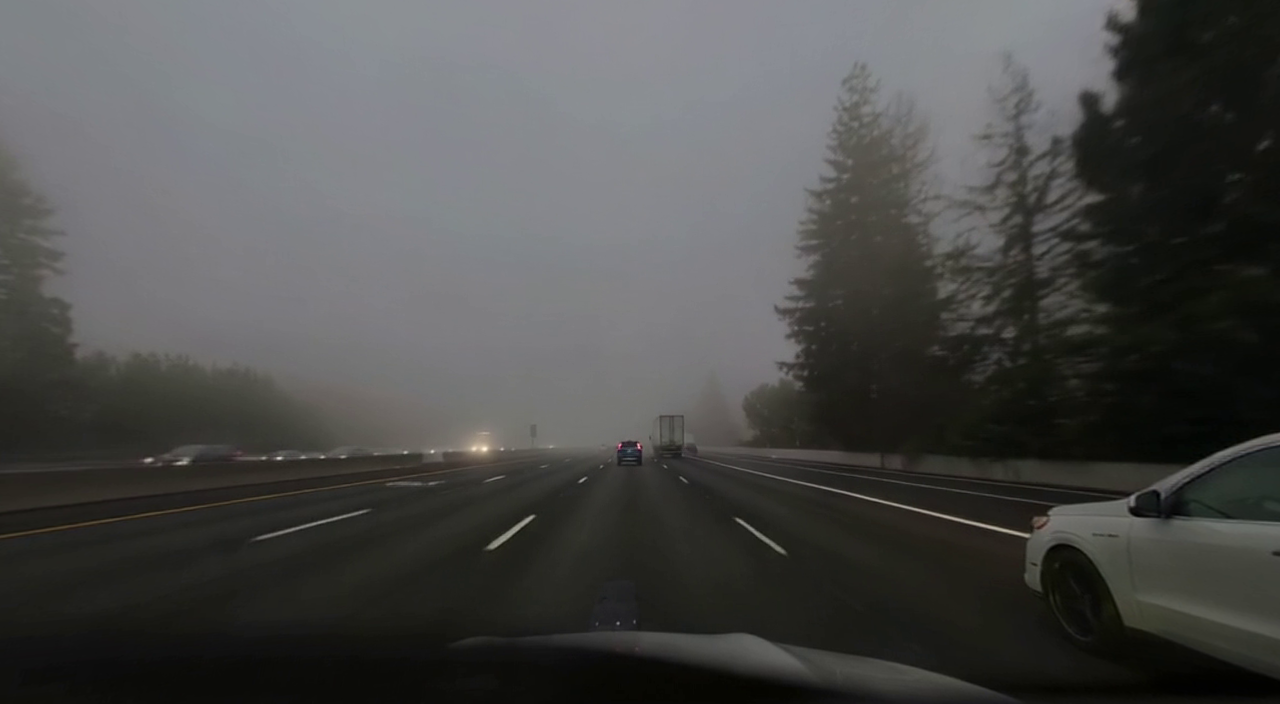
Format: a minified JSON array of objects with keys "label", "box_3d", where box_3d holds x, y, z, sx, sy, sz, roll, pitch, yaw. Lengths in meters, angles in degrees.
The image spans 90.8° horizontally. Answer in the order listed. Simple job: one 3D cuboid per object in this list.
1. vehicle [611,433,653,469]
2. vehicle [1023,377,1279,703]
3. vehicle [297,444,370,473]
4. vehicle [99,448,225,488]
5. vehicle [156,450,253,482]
[{"label":"vehicle","box_3d":[-0.474,5.769,36.972,2.297,1.912,4.355,0,-8,-1]},{"label":"vehicle","box_3d":[3.572,0.820,1.995,1.950,1.596,4.326,0,-8,-1]},{"label":"vehicle","box_3d":[-18.711,6.488,38.810,2.031,1.618,4.888,0,-8,0]},{"label":"vehicle","box_3d":[-26.134,6.308,34.943,2.228,1.953,6.010,0,-8,0]},{"label":"vehicle","box_3d":[-22.156,5.786,32.409,1.865,1.461,4.393,0,-8,0]}]
